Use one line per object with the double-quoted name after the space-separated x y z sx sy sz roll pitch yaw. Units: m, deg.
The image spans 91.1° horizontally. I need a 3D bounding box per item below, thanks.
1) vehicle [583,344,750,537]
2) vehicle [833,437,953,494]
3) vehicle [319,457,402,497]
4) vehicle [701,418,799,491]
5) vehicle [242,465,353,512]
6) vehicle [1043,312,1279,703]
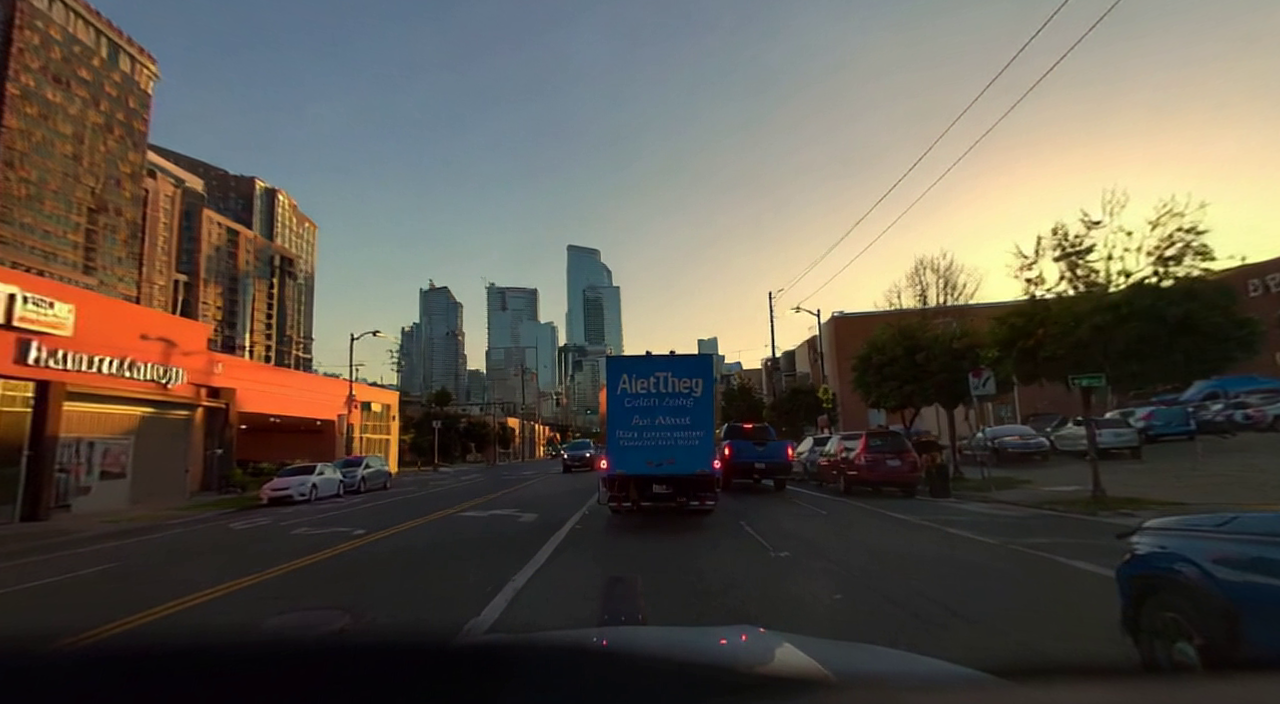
0.275 1.779 12.685 2.517 2.926 6.177 0 -9 -2 "vehicle"
7.646 3.446 19.470 1.951 1.548 4.290 0 -9 1 "vehicle"
-13.247 5.928 30.083 1.943 1.682 4.365 0 -8 0 "vehicle"
3.426 3.349 20.781 2.346 2.062 5.236 0 -8 1 "vehicle"
-13.381 5.321 24.865 1.901 1.508 4.405 0 -8 0 "vehicle"
3.436 0.607 1.415 2.104 1.786 4.498 -1 -9 2 "vehicle"
